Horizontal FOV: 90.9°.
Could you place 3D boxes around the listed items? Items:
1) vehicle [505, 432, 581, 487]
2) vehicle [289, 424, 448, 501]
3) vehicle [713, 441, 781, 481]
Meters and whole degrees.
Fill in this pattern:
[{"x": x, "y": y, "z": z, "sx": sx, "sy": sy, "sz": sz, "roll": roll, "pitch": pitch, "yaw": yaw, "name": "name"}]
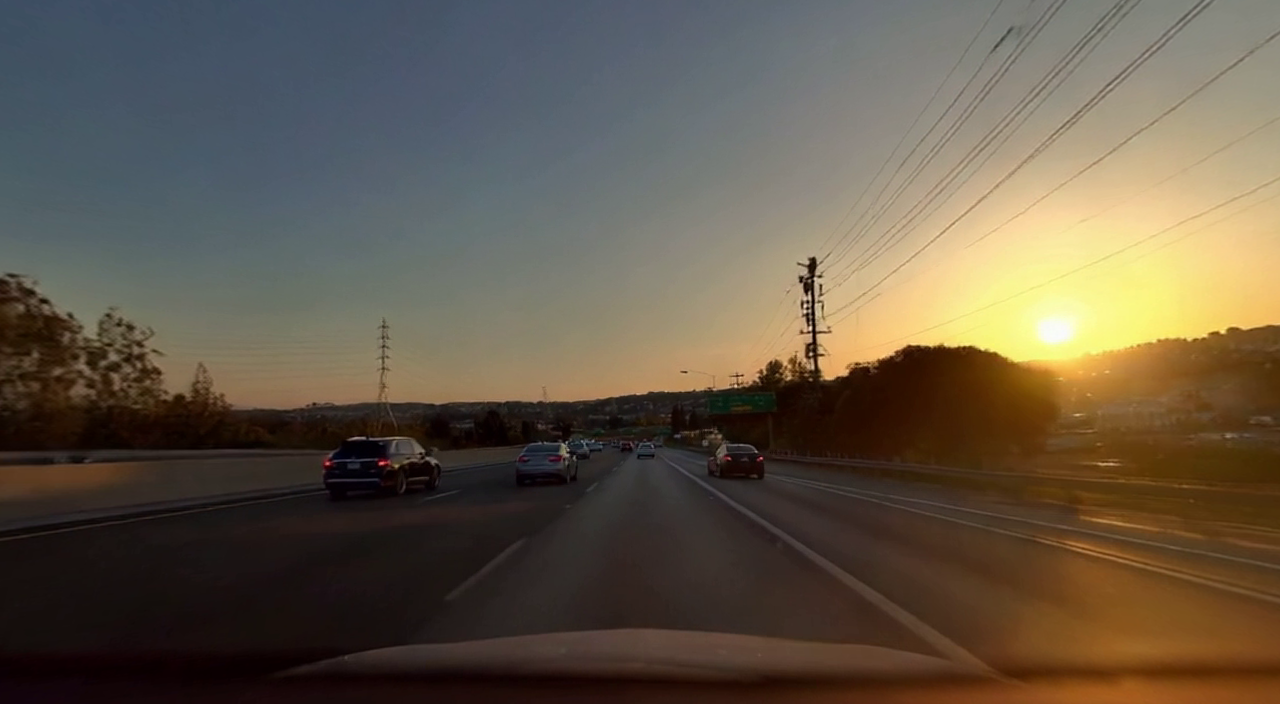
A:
[{"x": -3.250, "y": 3.682, "z": 21.967, "sx": 1.961, "sy": 1.704, "sz": 4.052, "roll": 0, "pitch": -8, "yaw": 1, "name": "vehicle"}, {"x": -7.246, "y": 2.996, "z": 17.558, "sx": 2.162, "sy": 1.805, "sz": 4.853, "roll": 0, "pitch": -8, "yaw": 2, "name": "vehicle"}, {"x": 4.260, "y": 4.389, "z": 25.795, "sx": 1.964, "sy": 1.479, "sz": 4.252, "roll": 0, "pitch": -8, "yaw": -1, "name": "vehicle"}]
